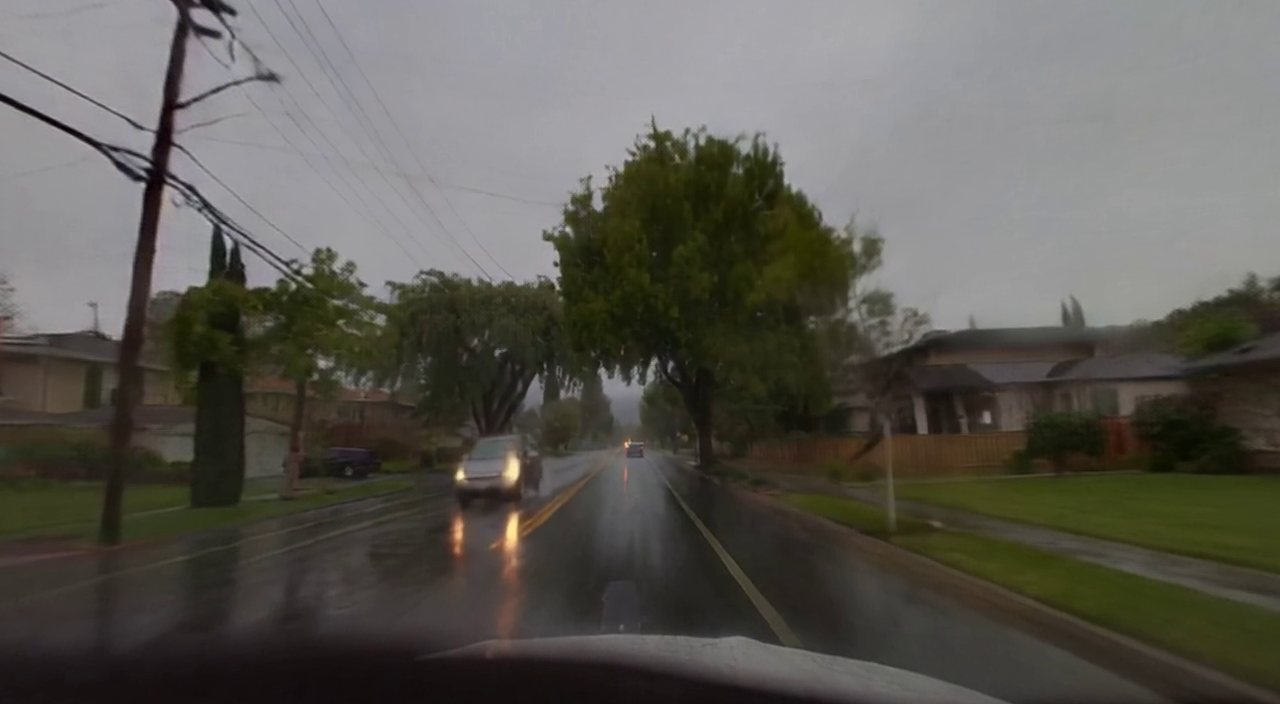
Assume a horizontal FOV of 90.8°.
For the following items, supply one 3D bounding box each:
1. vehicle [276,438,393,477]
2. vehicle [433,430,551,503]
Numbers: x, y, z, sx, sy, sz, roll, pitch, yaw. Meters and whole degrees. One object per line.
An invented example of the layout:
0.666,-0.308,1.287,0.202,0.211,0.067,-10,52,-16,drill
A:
-14.928,5.183,31.151,4.662,1.832,2.063,1,-9,-5,vehicle
-3.954,3.159,17.870,2.145,1.762,4.960,0,-9,0,vehicle
